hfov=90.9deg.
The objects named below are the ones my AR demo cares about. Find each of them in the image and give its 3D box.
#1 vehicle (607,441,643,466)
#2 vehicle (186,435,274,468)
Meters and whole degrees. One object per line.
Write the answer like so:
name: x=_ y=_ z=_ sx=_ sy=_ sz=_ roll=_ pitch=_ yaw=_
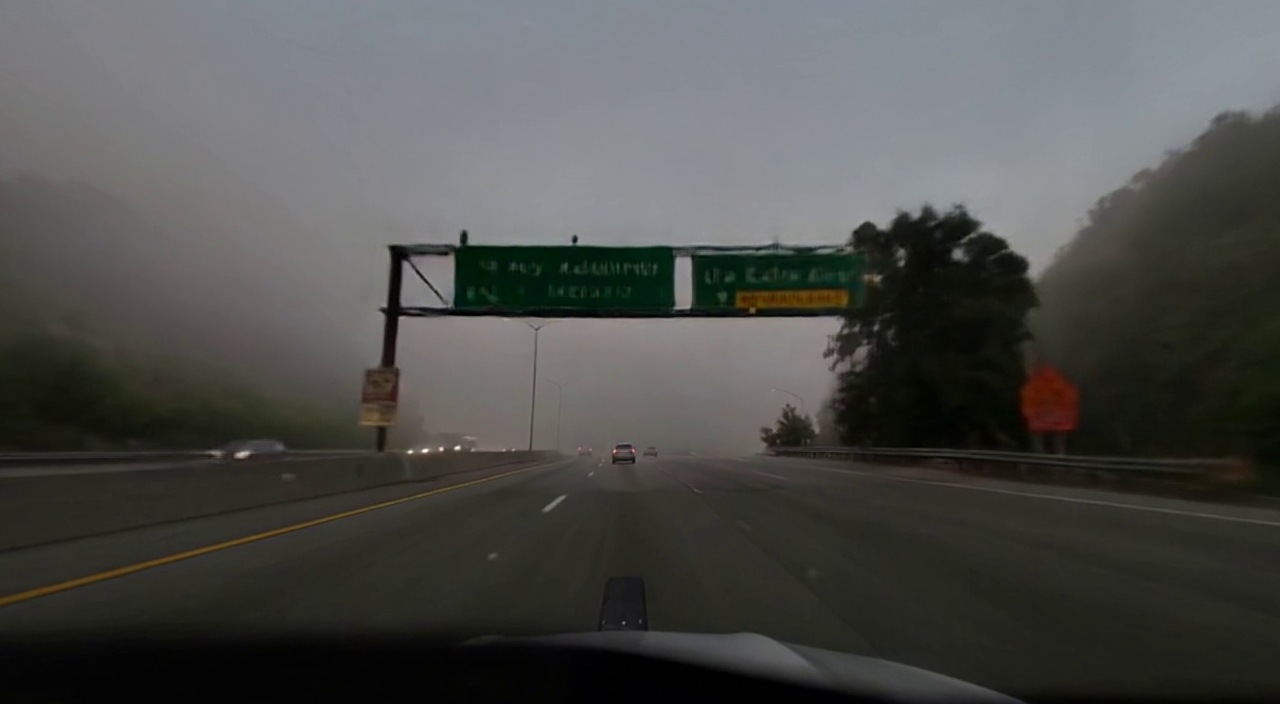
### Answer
vehicle: x=-1.009 y=6.493 z=40.614 sx=2.193 sy=1.497 sz=4.337 roll=0 pitch=-8 yaw=-2
vehicle: x=-22.150 y=5.360 z=34.287 sx=1.866 sy=1.656 sz=4.360 roll=0 pitch=-8 yaw=-1
